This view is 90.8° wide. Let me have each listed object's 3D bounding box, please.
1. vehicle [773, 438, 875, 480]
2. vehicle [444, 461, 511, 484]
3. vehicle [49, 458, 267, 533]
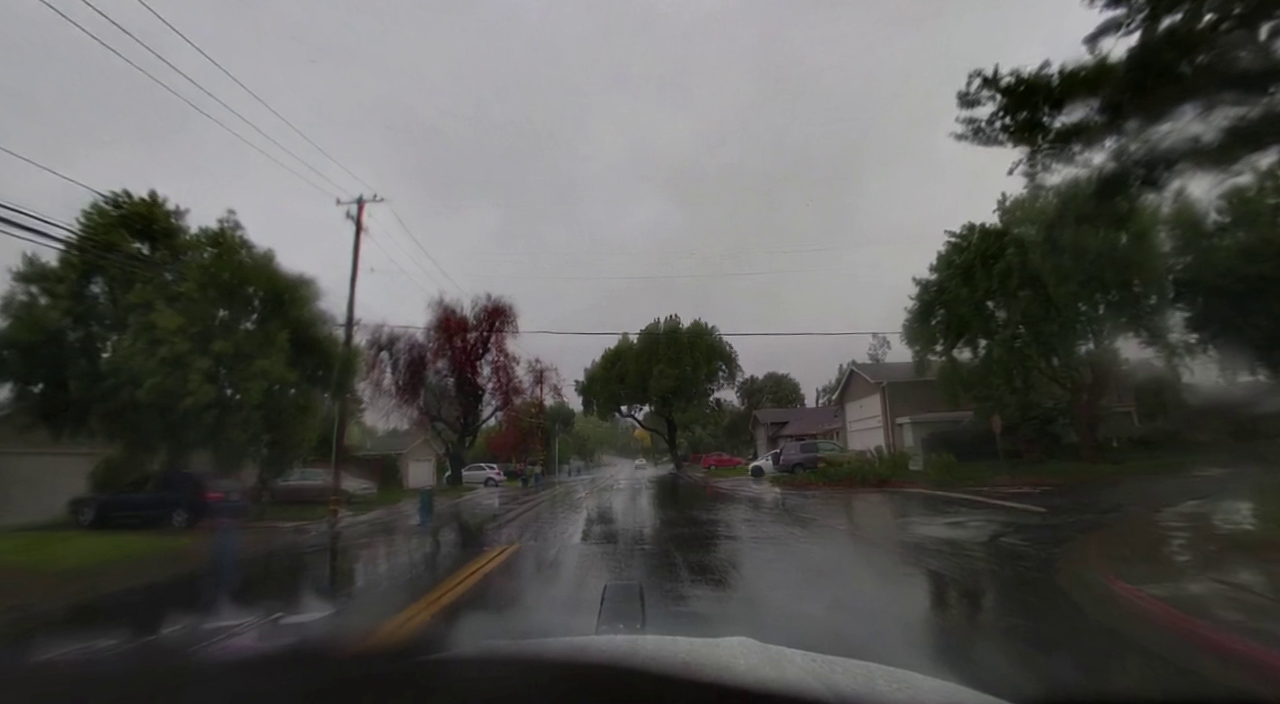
[{"bbox_3d":[9.292,5.422,32.153,4.557,2.012,1.917,0,-8,-3],"label":"vehicle"},{"bbox_3d":[-11.801,8.816,46.034,4.243,1.598,2.003,0,-11,2],"label":"vehicle"},{"bbox_3d":[-12.917,3.833,17.163,4.245,1.821,1.918,0,-8,-1],"label":"vehicle"}]
